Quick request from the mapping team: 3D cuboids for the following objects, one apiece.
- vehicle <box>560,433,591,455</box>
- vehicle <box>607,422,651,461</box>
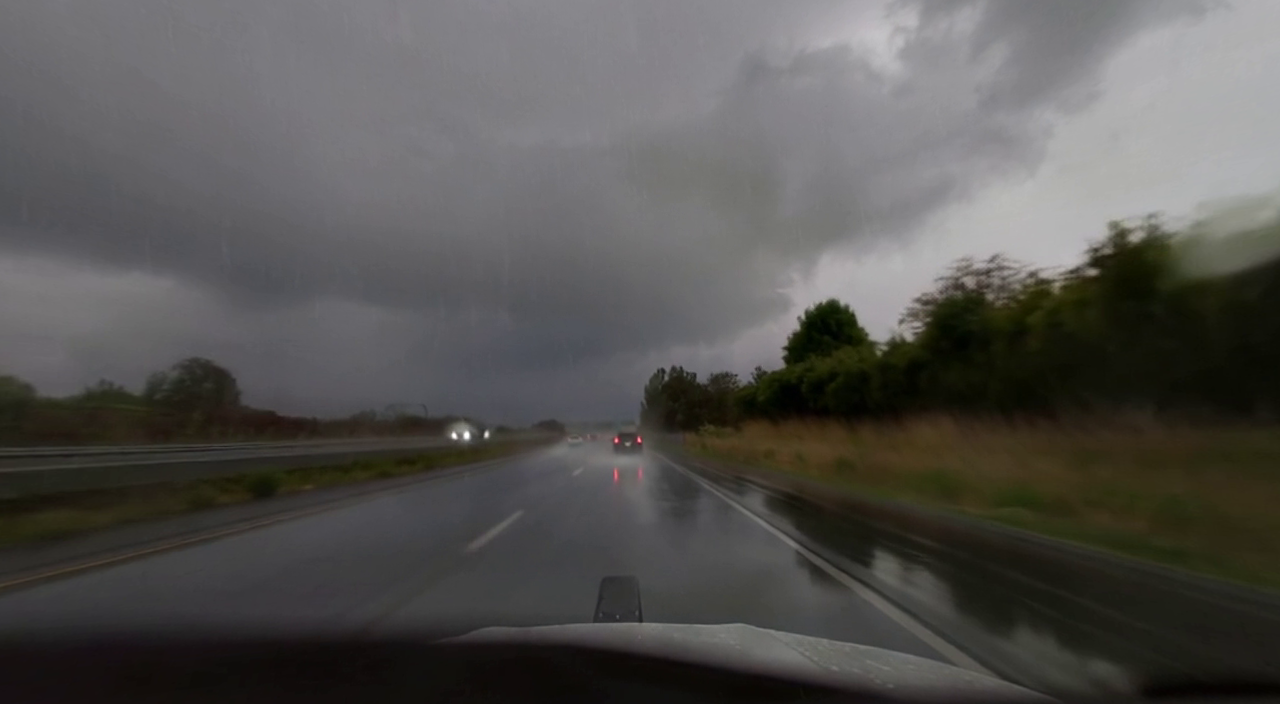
[{"bbox_3d":[-4.853,6.954,47.864,2.062,1.567,4.117,0,-8,-1],"label":"vehicle"},{"bbox_3d":[-0.623,4.869,34.360,2.223,1.957,4.416,0,-8,-1],"label":"vehicle"}]
